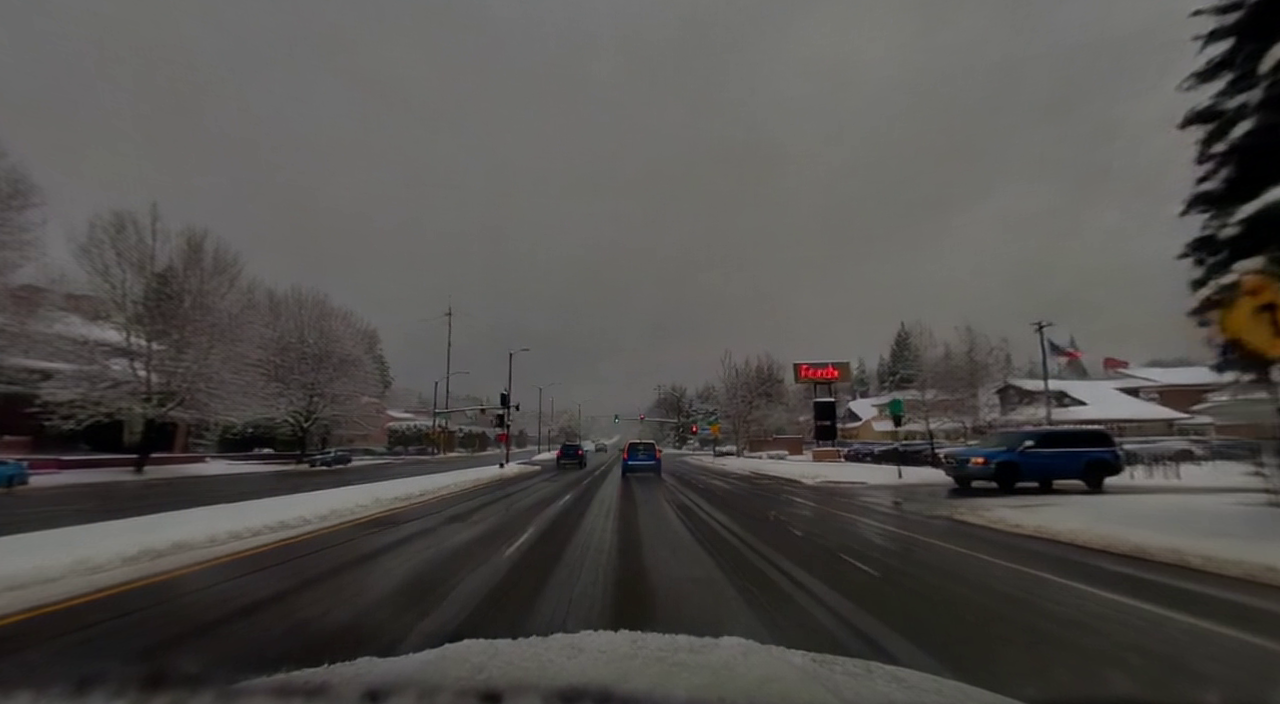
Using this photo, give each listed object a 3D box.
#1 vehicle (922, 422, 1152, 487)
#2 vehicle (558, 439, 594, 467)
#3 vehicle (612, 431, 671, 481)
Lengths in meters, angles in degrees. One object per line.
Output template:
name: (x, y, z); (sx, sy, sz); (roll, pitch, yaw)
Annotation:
vehicle: (11.911, 3.112, 19.297); (5.506, 1.850, 2.156); (0, -9, 0)
vehicle: (-4.525, 7.273, 45.590); (2.202, 1.856, 4.516); (0, -9, -1)
vehicle: (0.001, 4.432, 27.070); (2.273, 1.909, 5.075); (0, -9, -1)
